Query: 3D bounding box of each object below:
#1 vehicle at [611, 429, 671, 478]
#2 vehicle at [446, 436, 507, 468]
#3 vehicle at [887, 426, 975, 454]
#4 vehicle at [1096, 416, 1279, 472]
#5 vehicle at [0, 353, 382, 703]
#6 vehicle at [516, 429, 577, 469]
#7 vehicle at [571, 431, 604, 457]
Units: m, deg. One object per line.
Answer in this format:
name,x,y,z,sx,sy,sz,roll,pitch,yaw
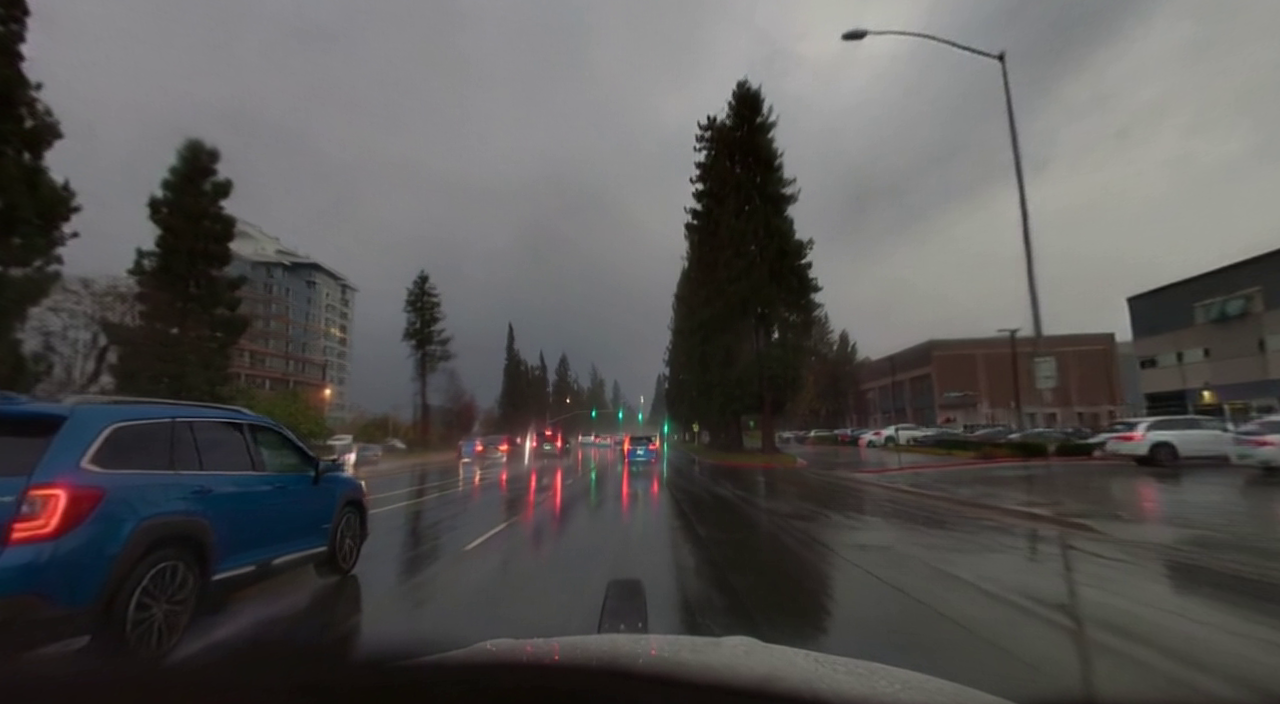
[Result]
vehicle,0.033,3.724,23.283,2.042,1.641,4.187,0,-8,0
vehicle,-8.121,4.996,31.600,1.926,1.463,4.450,0,-8,-1
vehicle,17.503,5.318,37.894,4.329,1.656,1.873,0,-8,1
vehicle,17.228,2.882,19.748,4.290,1.664,1.893,0,-8,-3
vehicle,-3.802,1.104,4.533,2.070,1.641,4.152,0,-8,0
vehicle,-4.255,4.516,29.244,2.113,1.713,4.422,0,-8,0
vehicle,-3.806,6.762,46.132,2.047,1.810,4.414,0,-8,0
